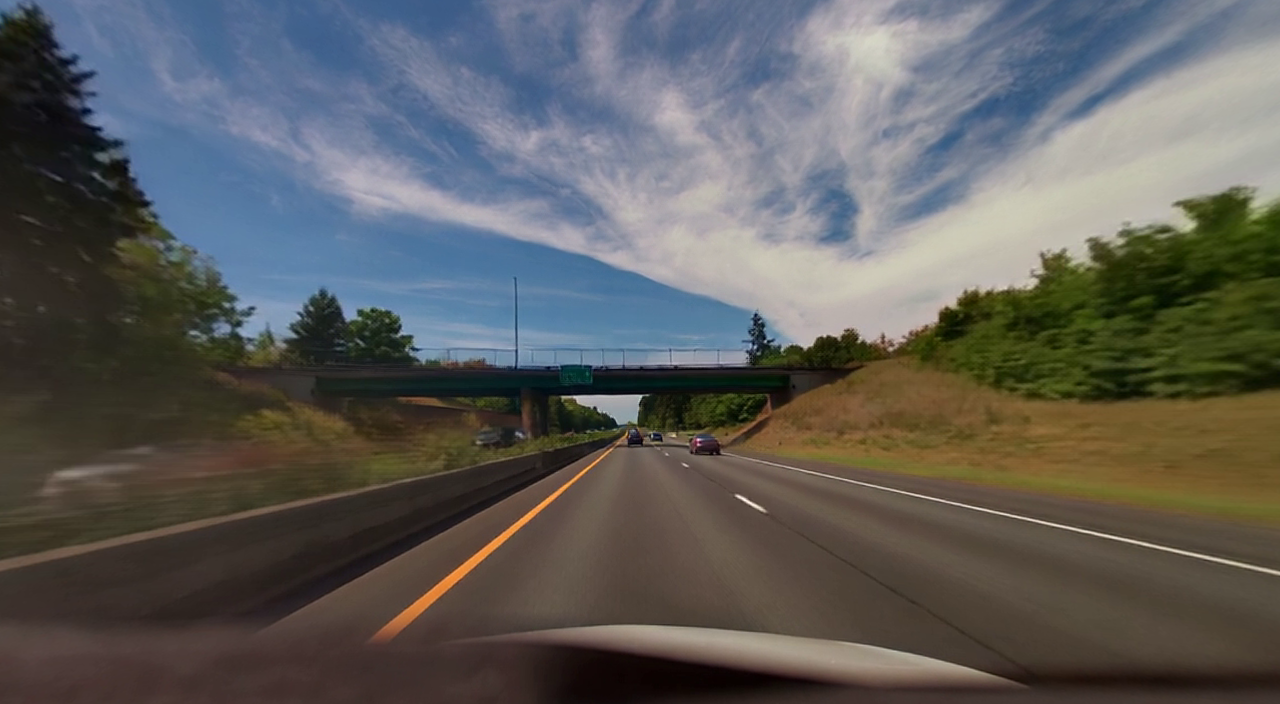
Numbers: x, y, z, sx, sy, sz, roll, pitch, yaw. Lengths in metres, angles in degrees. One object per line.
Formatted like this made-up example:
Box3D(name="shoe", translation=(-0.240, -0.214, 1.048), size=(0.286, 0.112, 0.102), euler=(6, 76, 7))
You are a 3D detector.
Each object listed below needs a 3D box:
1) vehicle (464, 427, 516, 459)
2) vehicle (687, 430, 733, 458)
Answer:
Box3D(name="vehicle", translation=(-9.198, 5.612, 39.041), size=(1.986, 1.784, 5.223), euler=(0, -8, 0))
Box3D(name="vehicle", translation=(3.977, 5.301, 36.506), size=(2.010, 1.526, 4.438), euler=(0, -8, -2))
